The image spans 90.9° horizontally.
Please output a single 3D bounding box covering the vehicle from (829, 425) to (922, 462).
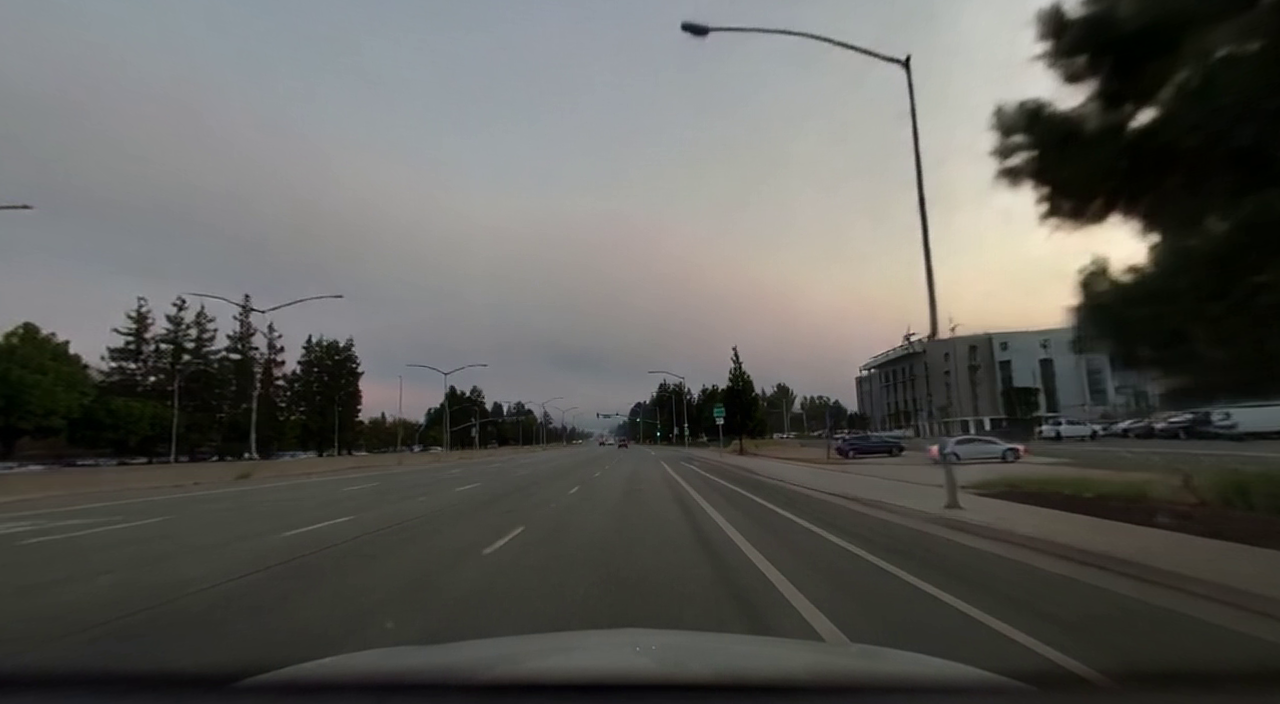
[{"bbox_3d":[14.211,5.550,38.222,4.702,1.853,2.069,-4,-8,2],"label":"vehicle"}]

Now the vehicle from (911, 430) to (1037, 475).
[{"bbox_3d":[14.692,4.417,27.916,4.388,1.446,1.808,-6,-7,1],"label":"vehicle"}]

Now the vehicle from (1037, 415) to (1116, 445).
[{"bbox_3d":[30.965,5.570,44.686,5.675,1.978,2.229,5,-10,-30],"label":"vehicle"}]

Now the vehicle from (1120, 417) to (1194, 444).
[{"bbox_3d":[33.520,5.127,40.870,4.287,1.622,2.088,4,-9,-28],"label":"vehicle"}]

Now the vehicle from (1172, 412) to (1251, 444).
[{"bbox_3d":[34.746,4.658,38.310,4.388,1.793,1.961,4,-9,-27],"label":"vehicle"}]
